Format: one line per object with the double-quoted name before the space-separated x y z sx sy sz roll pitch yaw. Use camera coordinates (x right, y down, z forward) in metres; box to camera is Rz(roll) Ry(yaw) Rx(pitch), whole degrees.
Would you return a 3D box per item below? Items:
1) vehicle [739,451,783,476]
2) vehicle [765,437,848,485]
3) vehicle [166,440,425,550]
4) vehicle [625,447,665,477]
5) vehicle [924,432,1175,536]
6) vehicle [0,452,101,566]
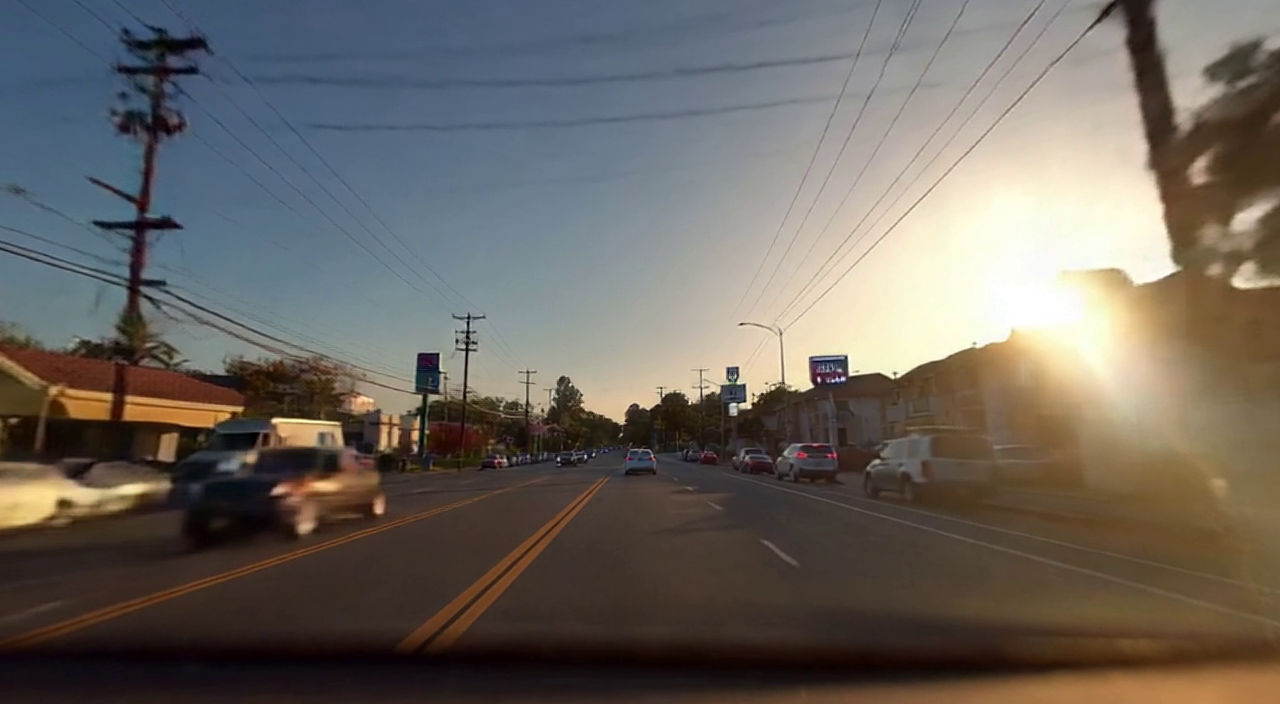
"vehicle" 7.773 7.189 40.892 1.833 1.475 4.648 0 -9 -1
"vehicle" 7.671 5.100 29.875 2.370 2.022 5.918 0 -9 1
"vehicle" -5.992 2.501 11.903 2.213 1.626 4.736 0 -9 0
"vehicle" 0.232 6.077 35.265 2.067 1.547 4.513 0 -9 -1
"vehicle" 7.962 2.580 13.024 2.003 1.723 4.654 0 -9 -1
"vehicle" -9.671 2.013 7.771 2.060 1.507 4.532 0 -9 0
